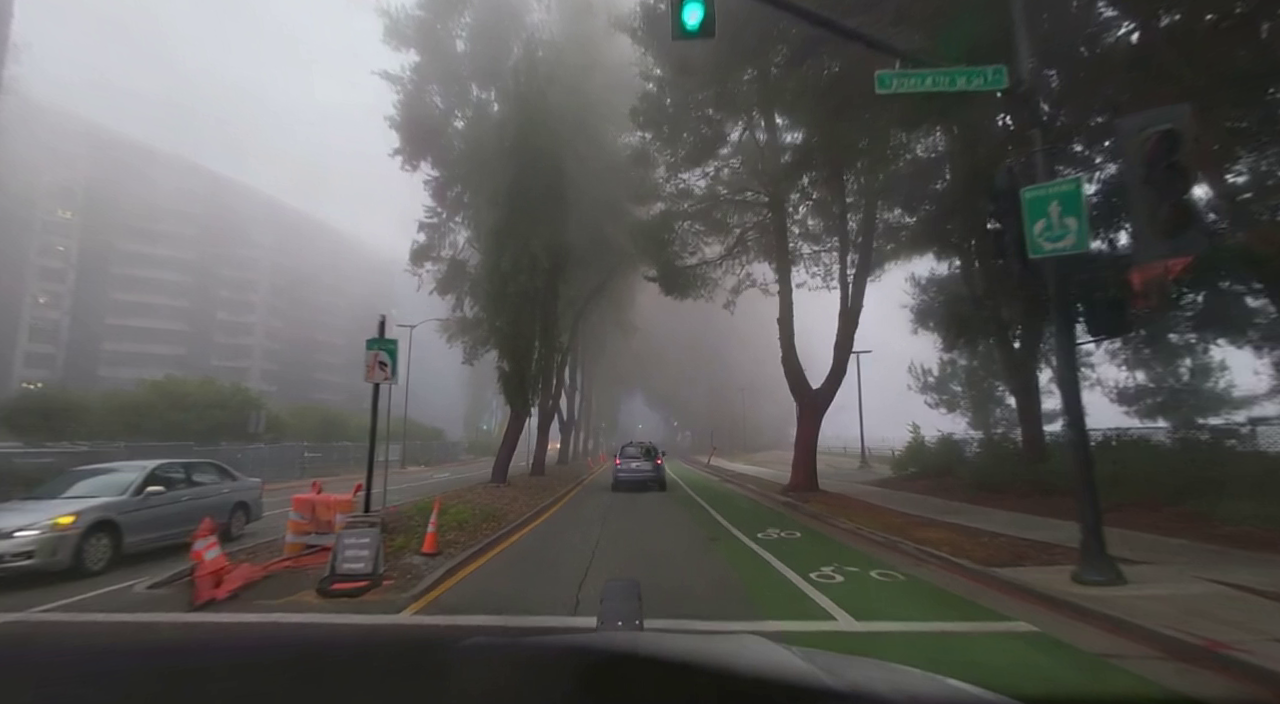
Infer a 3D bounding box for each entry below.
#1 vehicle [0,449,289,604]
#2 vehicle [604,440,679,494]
[{"bbox_3d":[-6.949,2.033,8.399,1.933,1.433,4.590,0,-8,0],"label":"vehicle"},{"bbox_3d":[0.069,3.571,20.059,2.114,1.493,4.430,0,-8,1],"label":"vehicle"}]
